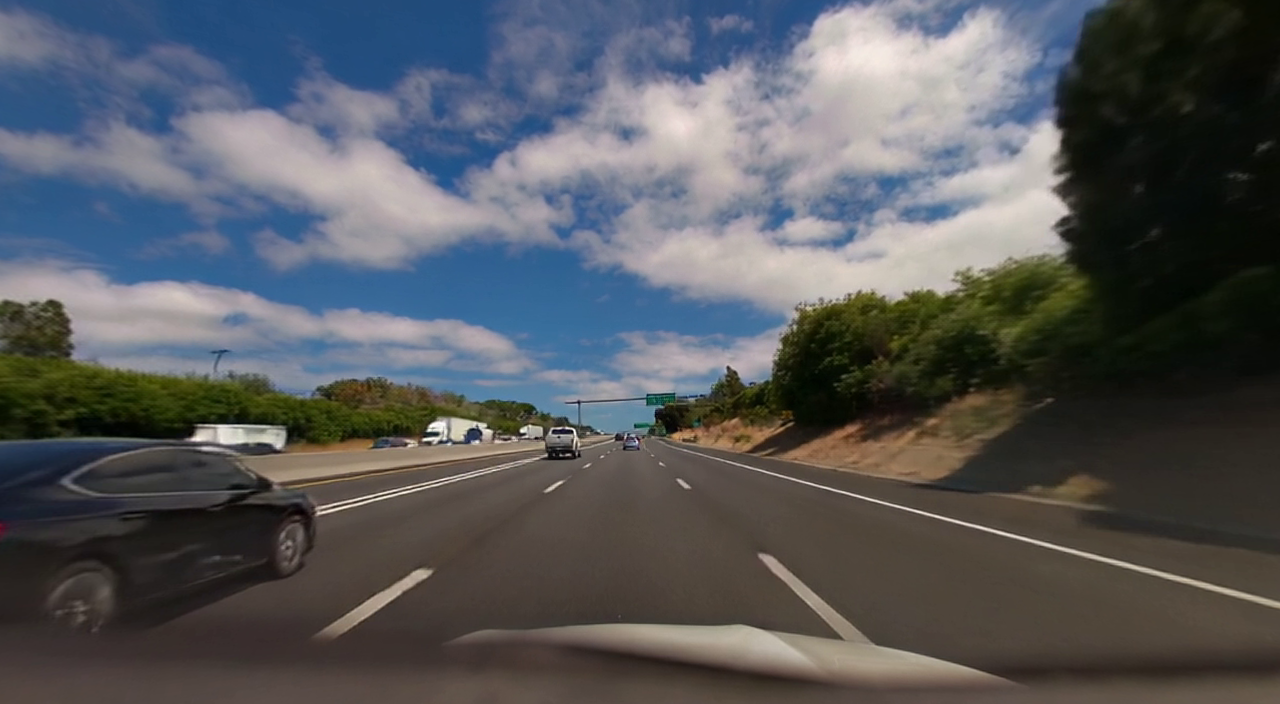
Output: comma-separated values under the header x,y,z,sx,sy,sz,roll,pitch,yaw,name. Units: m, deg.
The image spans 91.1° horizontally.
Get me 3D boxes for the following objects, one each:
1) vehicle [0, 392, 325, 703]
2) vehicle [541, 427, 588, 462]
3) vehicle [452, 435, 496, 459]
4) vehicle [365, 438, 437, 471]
x,y,z,sx,sy,sz,roll,pitch,yaw,name
-3.818,1.066,3.516,1.953,1.550,4.167,0,-8,0,vehicle
-4.332,5.392,36.871,2.115,1.887,4.721,0,-8,0,vehicle
-12.120,6.963,46.177,1.961,1.644,4.247,-1,-8,1,vehicle
-11.785,5.046,31.306,1.891,1.522,4.210,0,-8,0,vehicle
